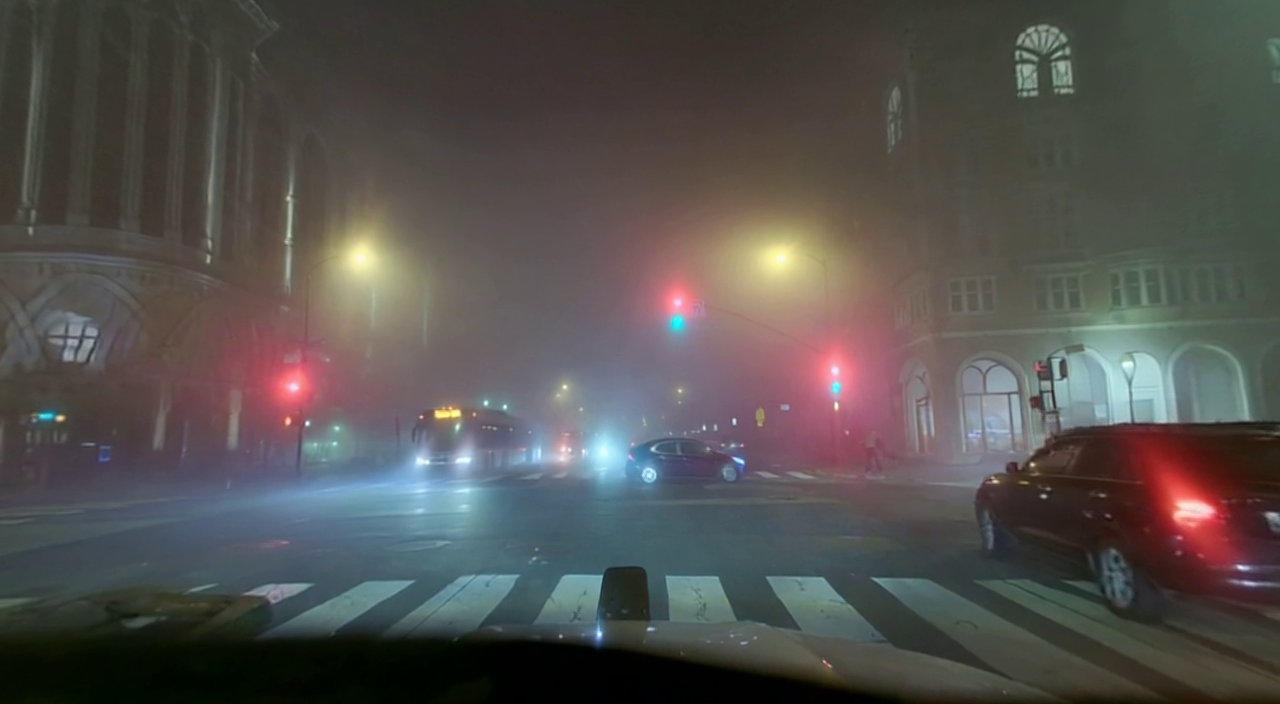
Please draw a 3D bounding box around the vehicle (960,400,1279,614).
[{"bbox_3d":[4.966,1.398,6.563,2.006,1.495,4.271,-2,-9,15],"label":"vehicle"}]

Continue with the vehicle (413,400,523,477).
[{"bbox_3d":[-8.675,4.636,33.483,2.916,3.427,10.189,0,-8,1],"label":"vehicle"}]

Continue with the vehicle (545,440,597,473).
[{"bbox_3d":[-3.163,4.878,29.730,1.904,1.402,4.759,0,-8,0],"label":"vehicle"}]

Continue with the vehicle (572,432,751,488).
[{"bbox_3d":[0.518,3.301,19.470,5.388,1.465,2.050,-8,-10,40],"label":"vehicle"}]
